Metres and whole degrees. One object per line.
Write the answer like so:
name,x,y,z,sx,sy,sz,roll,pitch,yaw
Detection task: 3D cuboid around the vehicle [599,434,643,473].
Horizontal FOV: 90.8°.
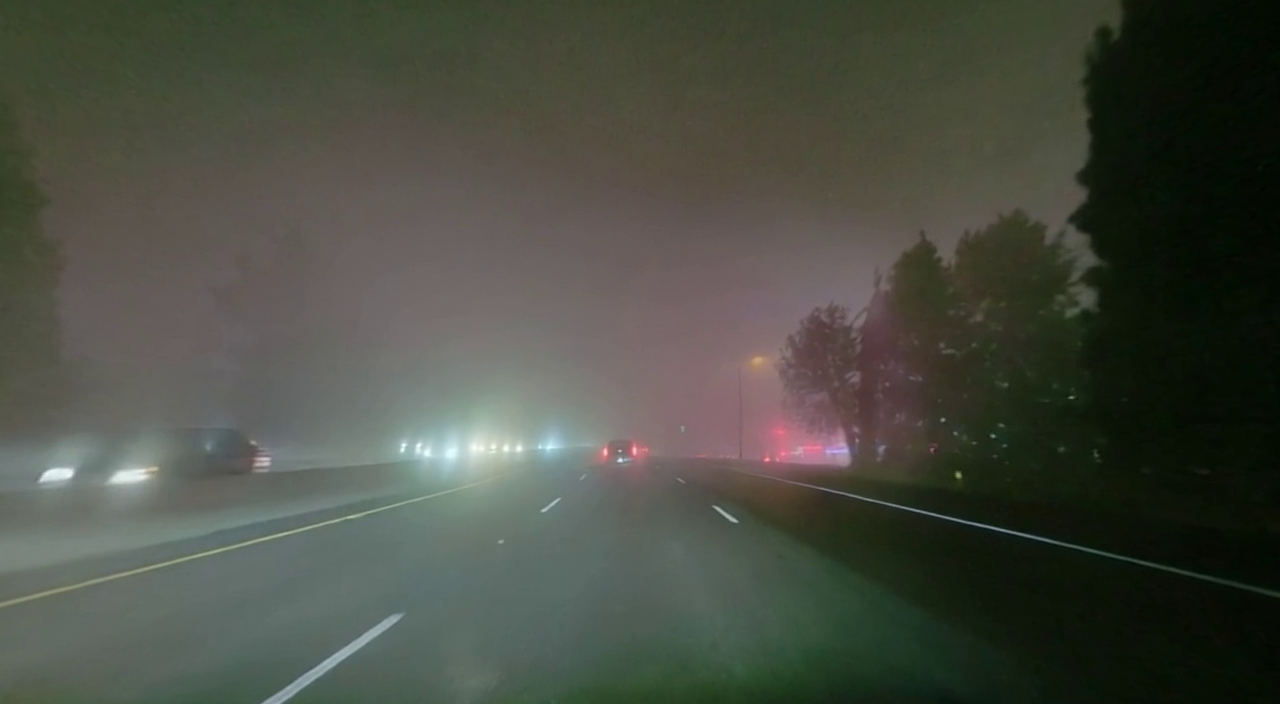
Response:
vehicle,-1.045,5.325,33.193,2.155,1.856,4.796,0,-9,-3

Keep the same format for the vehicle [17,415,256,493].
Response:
vehicle,-11.692,2.425,15.217,2.126,1.572,4.415,0,-9,-1

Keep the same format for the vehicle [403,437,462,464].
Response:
vehicle,-12.385,5.943,38.095,2.059,1.520,4.674,0,-9,-1
